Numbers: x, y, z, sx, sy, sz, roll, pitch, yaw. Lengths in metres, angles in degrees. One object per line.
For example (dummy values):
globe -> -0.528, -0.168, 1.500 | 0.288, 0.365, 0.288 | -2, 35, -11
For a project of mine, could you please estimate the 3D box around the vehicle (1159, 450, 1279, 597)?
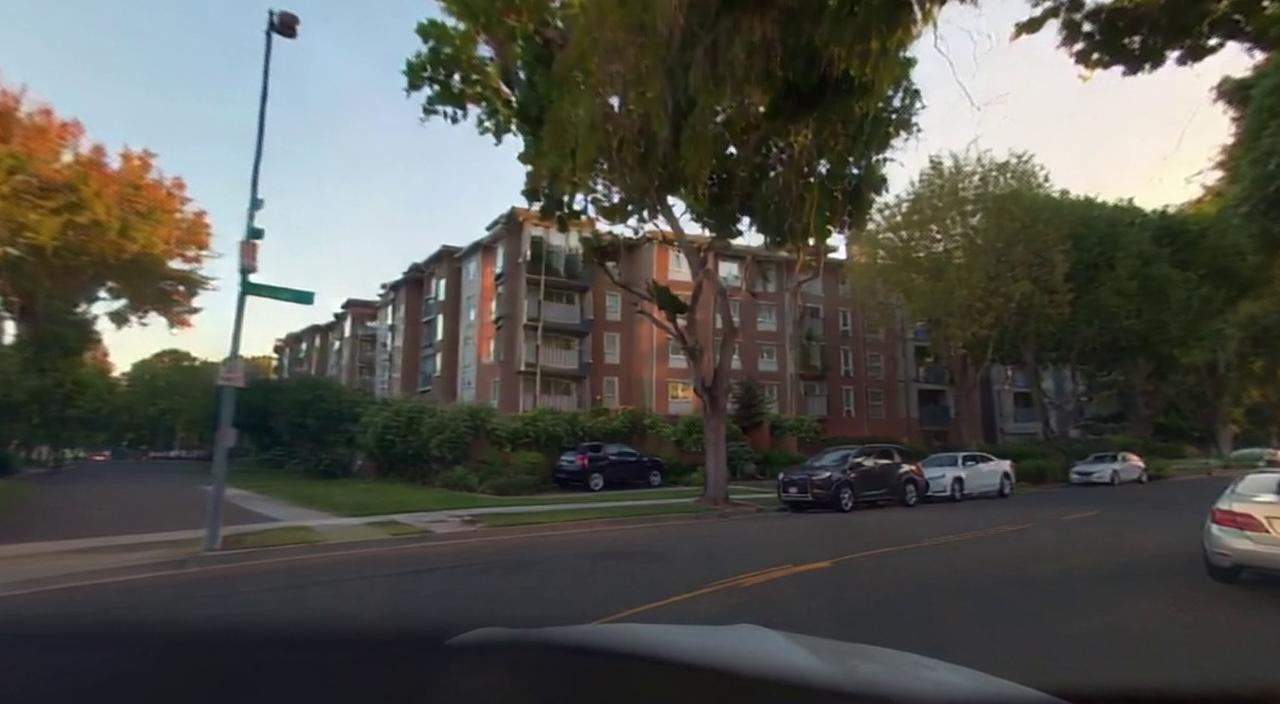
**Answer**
vehicle -> 8.341, 1.894, 7.497 | 4.634, 1.424, 1.966 | 6, -10, -33

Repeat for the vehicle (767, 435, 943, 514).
vehicle -> 5.632, 3.085, 16.362 | 4.584, 1.744, 1.946 | 6, -11, -36

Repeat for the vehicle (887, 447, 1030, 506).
vehicle -> 9.735, 3.686, 19.201 | 4.696, 1.478, 1.902 | 5, -11, -37

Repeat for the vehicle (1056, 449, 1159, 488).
vehicle -> 19.267, 4.715, 25.982 | 4.313, 1.463, 1.921 | 6, -10, -33

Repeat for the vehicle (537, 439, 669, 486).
vehicle -> -1.156, 3.802, 22.048 | 1.812, 1.458, 4.714 | -7, -11, 40
